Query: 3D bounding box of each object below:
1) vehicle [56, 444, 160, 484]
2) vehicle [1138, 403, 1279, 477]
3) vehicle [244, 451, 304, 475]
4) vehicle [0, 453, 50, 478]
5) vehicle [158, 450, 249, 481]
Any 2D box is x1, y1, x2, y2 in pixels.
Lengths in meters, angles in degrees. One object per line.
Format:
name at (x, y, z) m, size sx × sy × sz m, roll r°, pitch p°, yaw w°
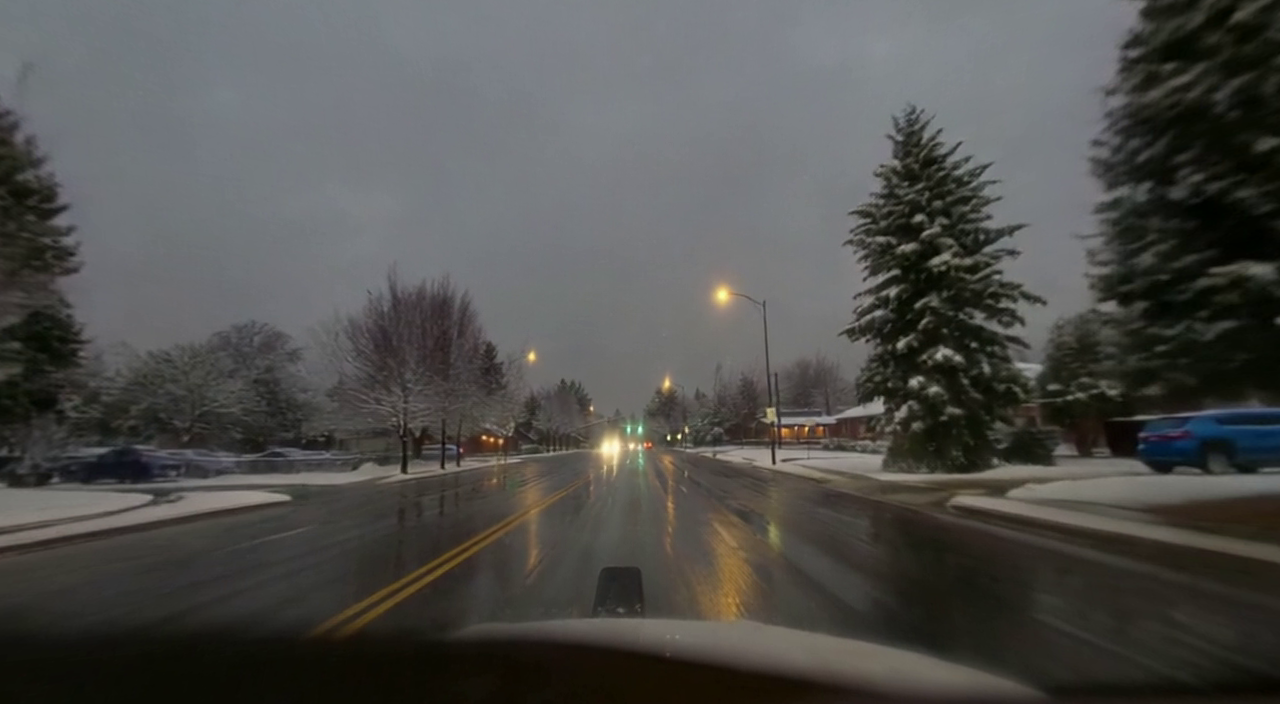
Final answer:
vehicle at (-28.971, 6.032, 34.363) m, size 5.502 × 1.936 × 2.147 m, roll -4°, pitch -8°, yaw 26°
vehicle at (21.223, 3.033, 21.817) m, size 6.048 × 2.416 × 2.158 m, roll 0°, pitch -9°, yaw 0°
vehicle at (-28.298, 8.530, 48.808) m, size 4.425 × 1.570 × 1.959 m, roll -3°, pitch -8°, yaw 30°
vehicle at (-40.854, 7.241, 40.355) m, size 4.030 × 1.467 × 1.994 m, roll 4°, pitch -9°, yaw -25°
vehicle at (-23.449, 6.055, 33.943) m, size 4.584 × 1.562 × 2.091 m, roll -5°, pitch -10°, yaw 29°
